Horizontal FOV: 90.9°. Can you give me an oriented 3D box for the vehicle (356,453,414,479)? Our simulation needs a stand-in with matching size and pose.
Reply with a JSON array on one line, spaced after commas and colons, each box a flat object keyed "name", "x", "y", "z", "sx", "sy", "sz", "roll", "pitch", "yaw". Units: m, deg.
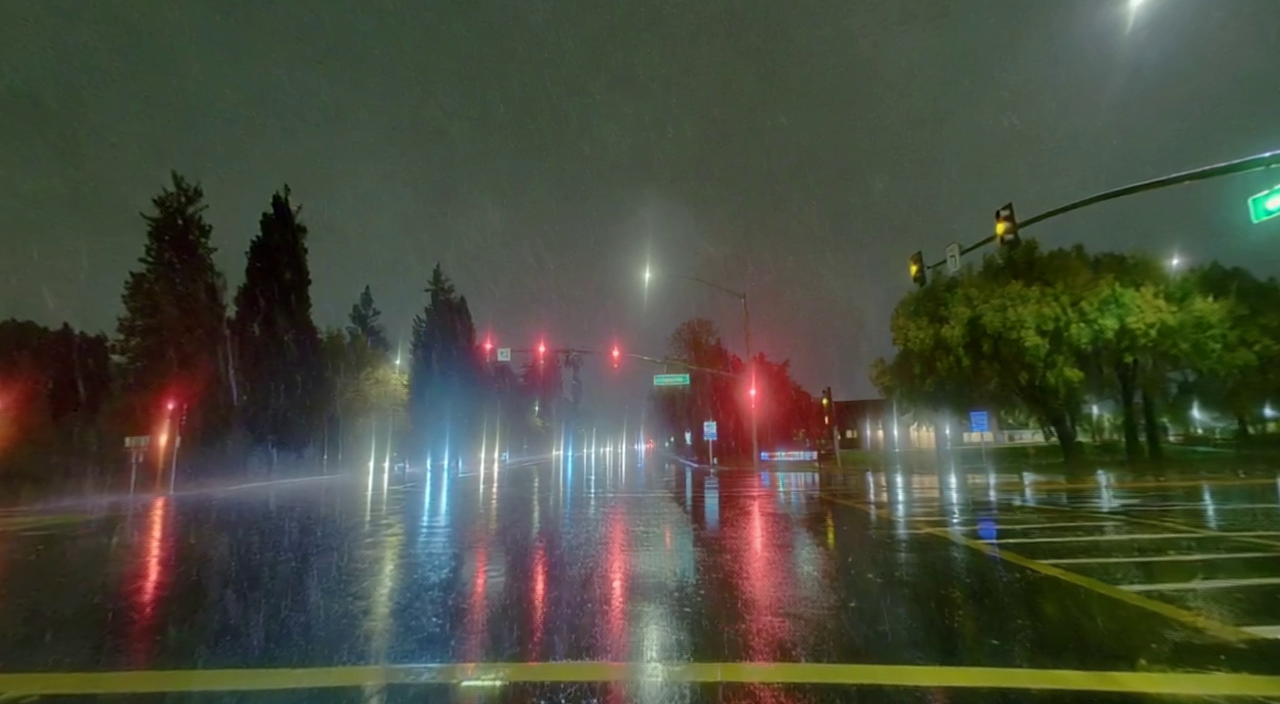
[{"name": "vehicle", "x": -16.108, "y": 7.204, "z": 40.065, "sx": 1.830, "sy": 1.440, "sz": 4.351, "roll": 0, "pitch": -8, "yaw": 1}]

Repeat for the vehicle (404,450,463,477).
[{"name": "vehicle", "x": -12.497, "y": 6.741, "z": 38.416, "sx": 2.028, "sy": 1.455, "sz": 4.421, "roll": 0, "pitch": -8, "yaw": 1}]

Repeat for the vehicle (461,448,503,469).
[{"name": "vehicle", "x": -11.846, "y": 8.011, "z": 47.549, "sx": 1.980, "sy": 1.452, "sz": 4.318, "roll": 0, "pitch": -8, "yaw": 2}]
